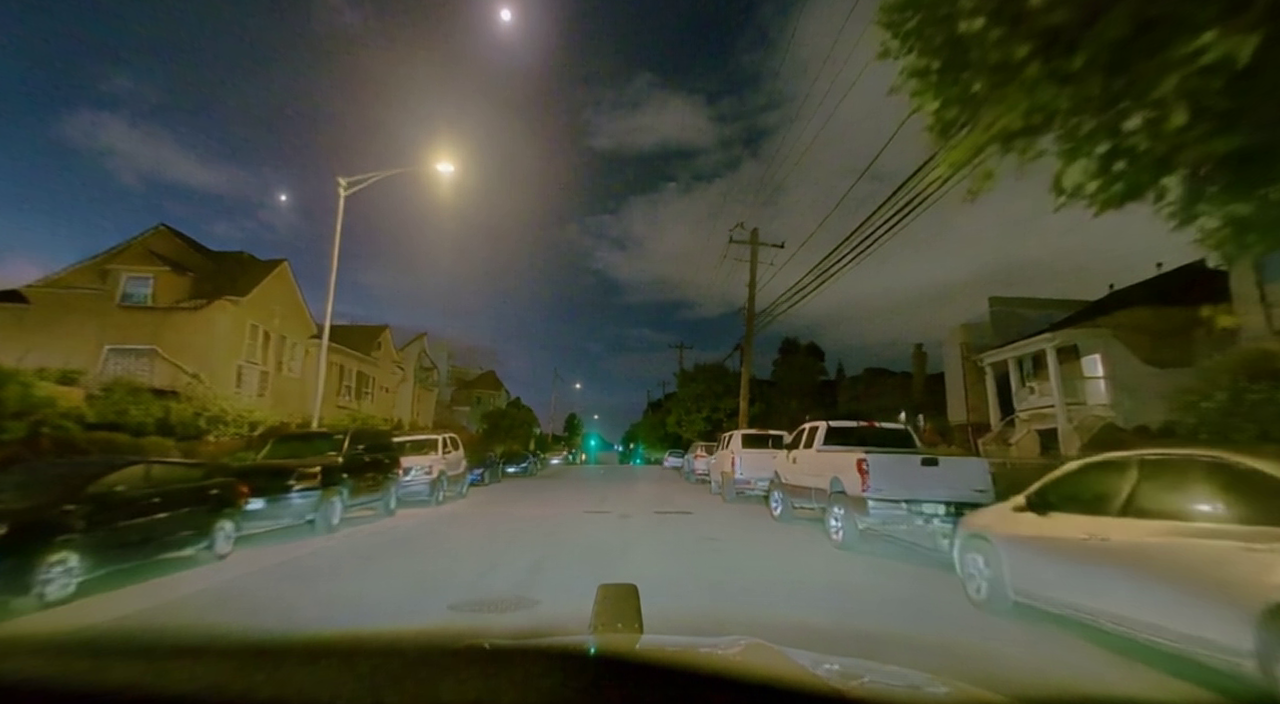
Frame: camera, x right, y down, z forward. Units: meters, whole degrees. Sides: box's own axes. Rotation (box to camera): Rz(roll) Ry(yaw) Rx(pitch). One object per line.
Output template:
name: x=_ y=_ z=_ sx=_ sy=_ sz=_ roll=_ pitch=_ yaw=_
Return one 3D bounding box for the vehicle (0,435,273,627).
vehicle: x=-5.928 y=1.699 z=6.886 sx=1.745 sy=1.502 sz=3.648 roll=0 pitch=-8 yaw=-2

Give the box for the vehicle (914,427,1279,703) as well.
vehicle: x=3.890 y=1.312 z=4.300 sx=1.990 sy=1.521 sz=4.153 roll=0 pitch=-8 yaw=-3

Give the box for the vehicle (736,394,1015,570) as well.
vehicle: x=3.244 y=1.942 z=10.304 sx=2.237 sy=2.071 sz=5.332 roll=0 pitch=-8 yaw=-3

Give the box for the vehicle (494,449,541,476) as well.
vehicle: x=-6.772 y=6.129 z=35.296 sx=1.958 sy=1.359 sz=4.357 roll=0 pitch=-8 yaw=-3

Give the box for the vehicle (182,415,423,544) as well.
vehicle: x=-5.969 y=2.290 z=12.043 sx=2.034 sy=1.923 sz=4.713 roll=0 pitch=-8 yaw=-1
